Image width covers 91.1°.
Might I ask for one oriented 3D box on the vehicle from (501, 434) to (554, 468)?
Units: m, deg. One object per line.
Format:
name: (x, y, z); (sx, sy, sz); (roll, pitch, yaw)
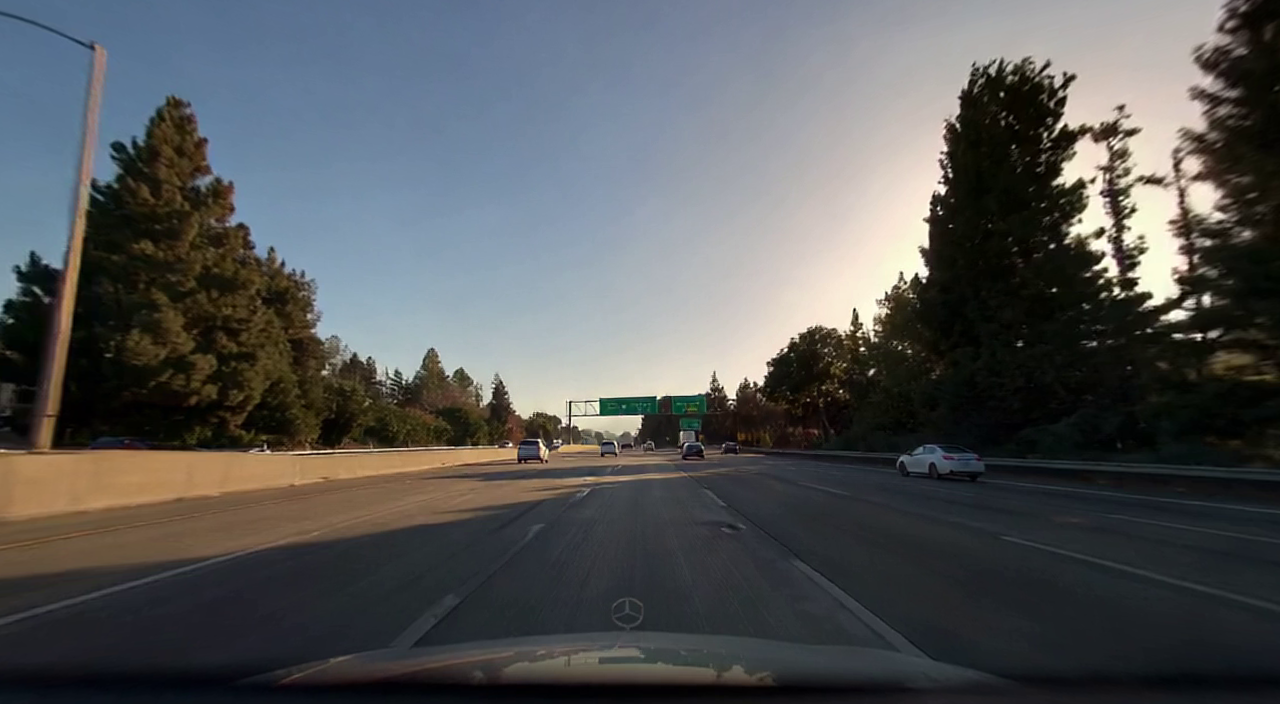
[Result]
vehicle: (-6.299, 5.626, 35.766); (2.091, 1.746, 4.437); (0, -9, 1)

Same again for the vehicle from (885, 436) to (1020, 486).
vehicle: (10.215, 3.604, 21.036); (1.979, 1.467, 4.839); (0, -9, -1)

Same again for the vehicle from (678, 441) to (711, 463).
vehicle: (3.725, 6.967, 43.730); (1.950, 1.453, 3.378); (0, -9, -1)
